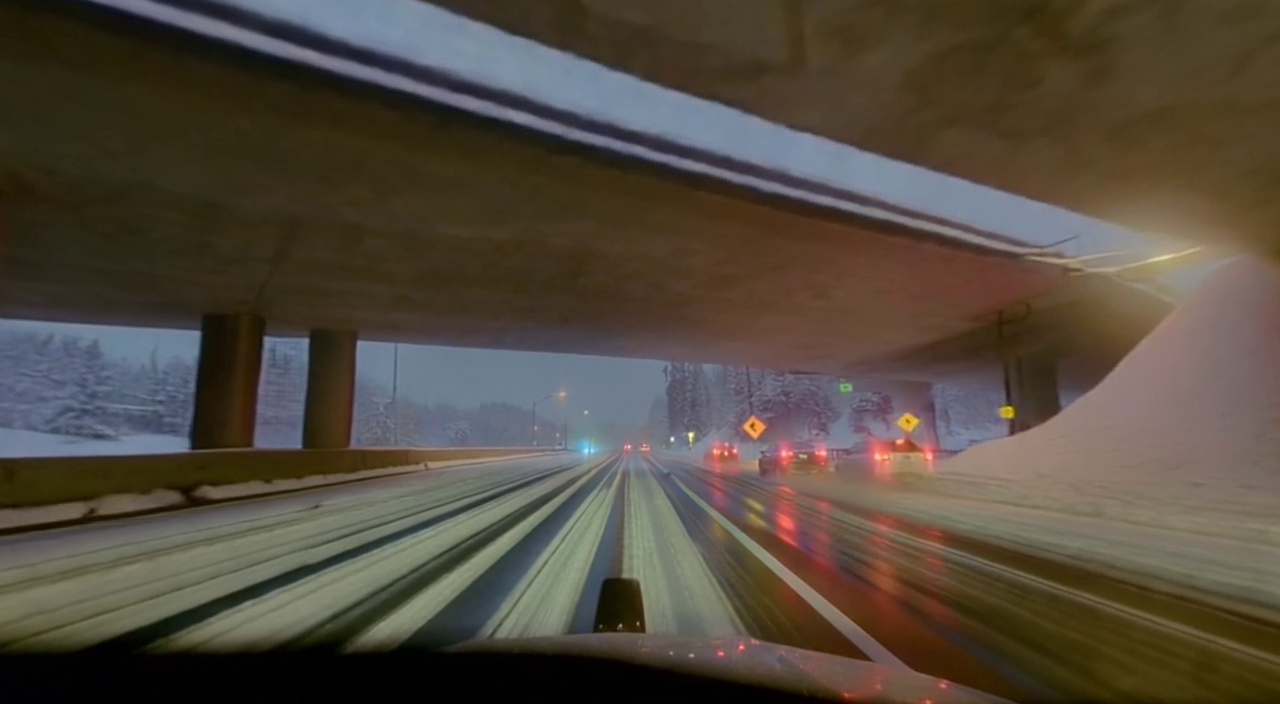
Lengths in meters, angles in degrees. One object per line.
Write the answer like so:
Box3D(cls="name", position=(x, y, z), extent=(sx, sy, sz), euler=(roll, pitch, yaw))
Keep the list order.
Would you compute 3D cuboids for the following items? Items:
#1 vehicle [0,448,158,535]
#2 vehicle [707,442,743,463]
Box3D(cls="vehicle", position=(-11.296, 2.436, 11.386), extent=(1.861, 1.373, 4.211), euler=(0, -8, 0))
Box3D(cls="vehicle", position=(6.626, 7.914, 49.809), extent=(2.075, 1.611, 4.421), euler=(0, -8, -2))
